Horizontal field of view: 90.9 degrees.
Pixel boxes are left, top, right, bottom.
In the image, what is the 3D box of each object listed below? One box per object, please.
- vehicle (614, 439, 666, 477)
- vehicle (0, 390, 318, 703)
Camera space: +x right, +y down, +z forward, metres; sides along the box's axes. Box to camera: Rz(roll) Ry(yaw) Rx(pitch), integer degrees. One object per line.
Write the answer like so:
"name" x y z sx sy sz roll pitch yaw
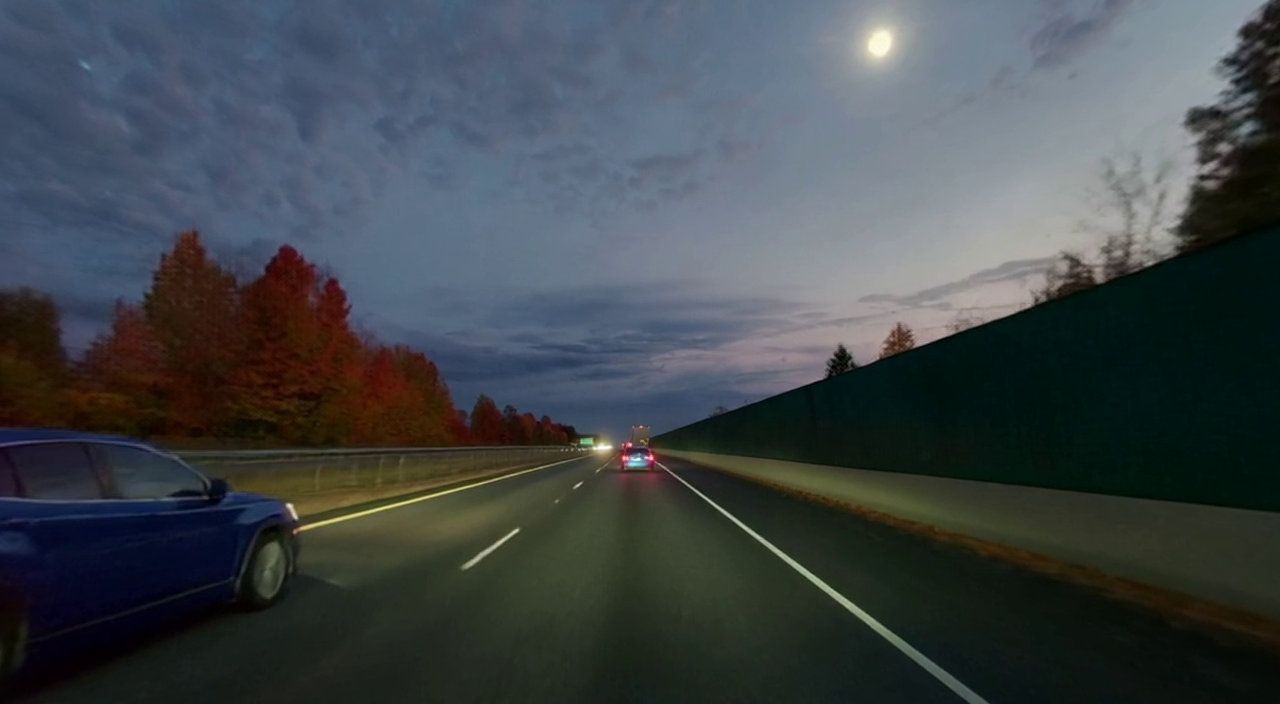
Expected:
"vehicle" -0.052 4.510 27.073 2.057 1.516 4.065 0 -8 -1
"vehicle" -3.887 1.035 3.469 2.054 1.536 4.128 0 -8 0
